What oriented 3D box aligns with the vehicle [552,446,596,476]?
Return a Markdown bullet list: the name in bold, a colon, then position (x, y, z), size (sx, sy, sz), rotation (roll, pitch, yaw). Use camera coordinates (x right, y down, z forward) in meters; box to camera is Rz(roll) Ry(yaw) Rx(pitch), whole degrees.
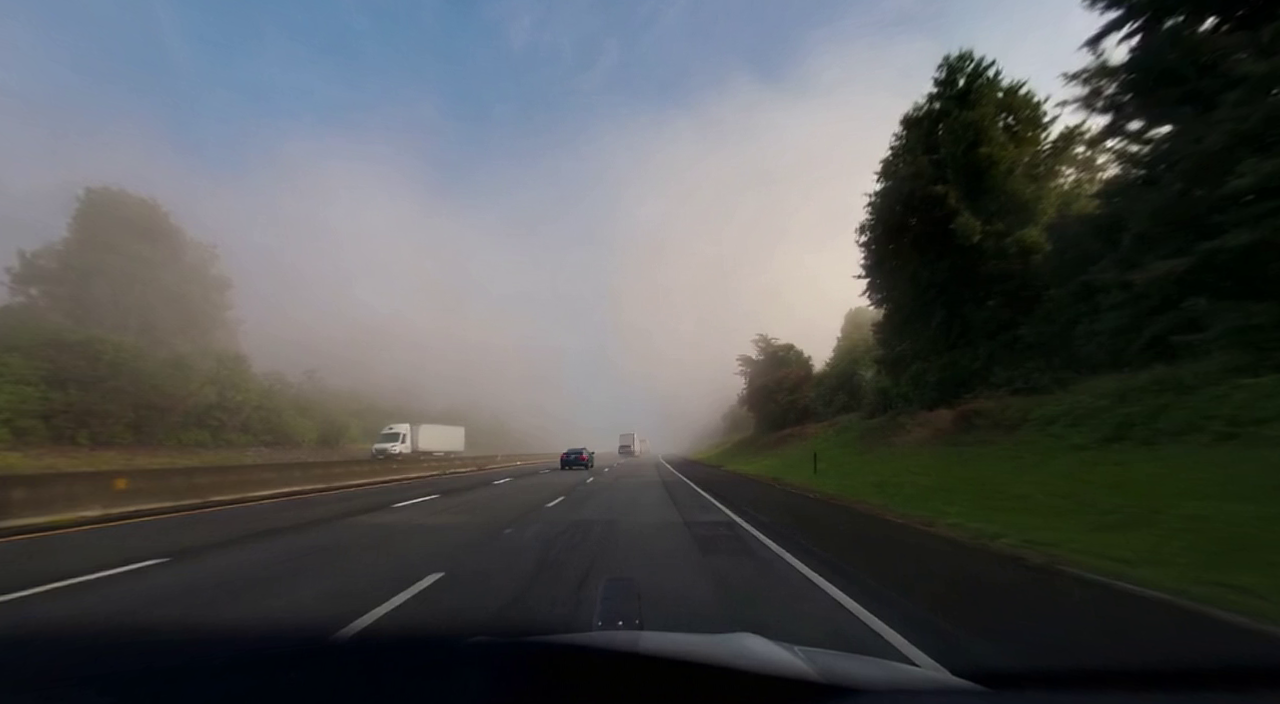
- **vehicle**: position (-3.444, 5.788, 33.715), size (1.858, 1.459, 4.091), rotation (0, -9, 1)
